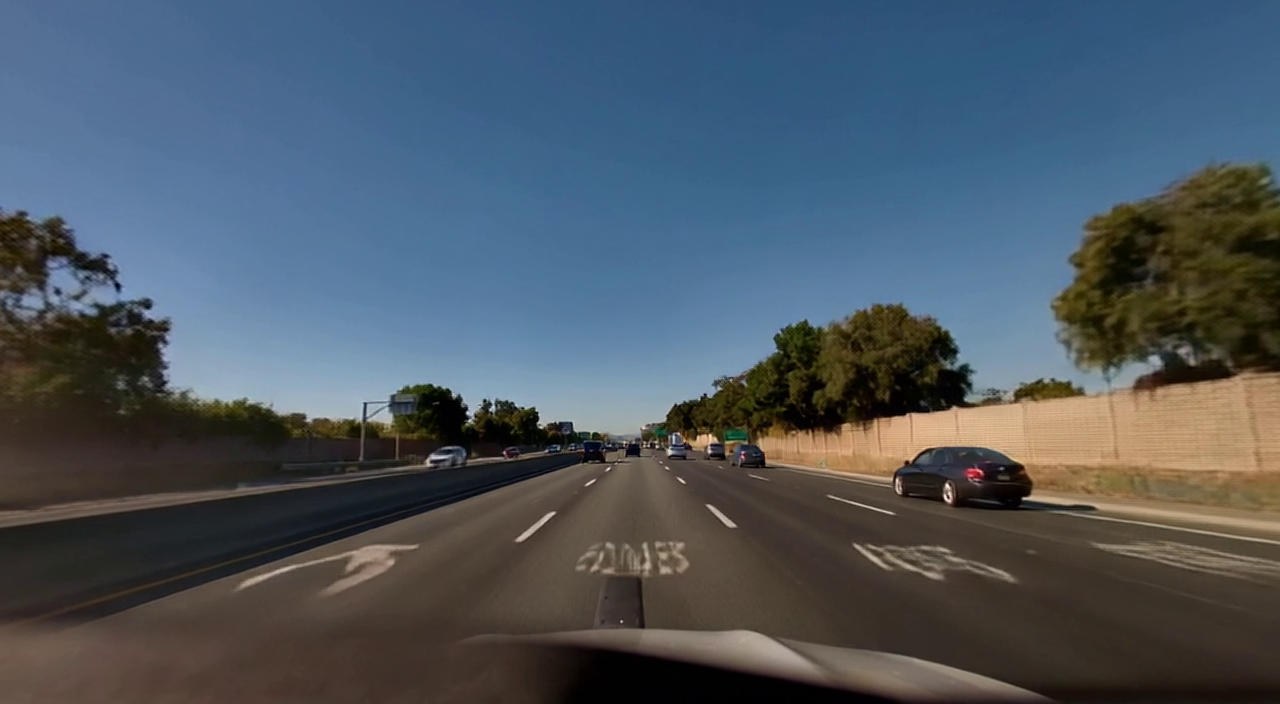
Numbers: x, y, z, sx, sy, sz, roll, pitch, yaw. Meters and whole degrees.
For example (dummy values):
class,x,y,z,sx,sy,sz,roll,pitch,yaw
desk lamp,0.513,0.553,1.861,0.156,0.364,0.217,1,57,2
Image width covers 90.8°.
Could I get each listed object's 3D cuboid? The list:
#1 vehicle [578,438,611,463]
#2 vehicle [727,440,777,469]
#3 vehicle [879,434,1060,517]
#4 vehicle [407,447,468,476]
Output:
class,x,y,z,sx,sy,sz,roll,pitch,yaw
vehicle,-3.439,7.549,48.538,2.230,1.827,4.406,0,-8,0
vehicle,6.434,5.940,36.837,1.987,1.597,4.463,0,-8,-1
vehicle,6.806,2.559,13.573,1.838,1.518,3.713,0,-8,-1
vehicle,-11.179,6.049,35.188,1.973,1.536,3.872,0,-8,3
